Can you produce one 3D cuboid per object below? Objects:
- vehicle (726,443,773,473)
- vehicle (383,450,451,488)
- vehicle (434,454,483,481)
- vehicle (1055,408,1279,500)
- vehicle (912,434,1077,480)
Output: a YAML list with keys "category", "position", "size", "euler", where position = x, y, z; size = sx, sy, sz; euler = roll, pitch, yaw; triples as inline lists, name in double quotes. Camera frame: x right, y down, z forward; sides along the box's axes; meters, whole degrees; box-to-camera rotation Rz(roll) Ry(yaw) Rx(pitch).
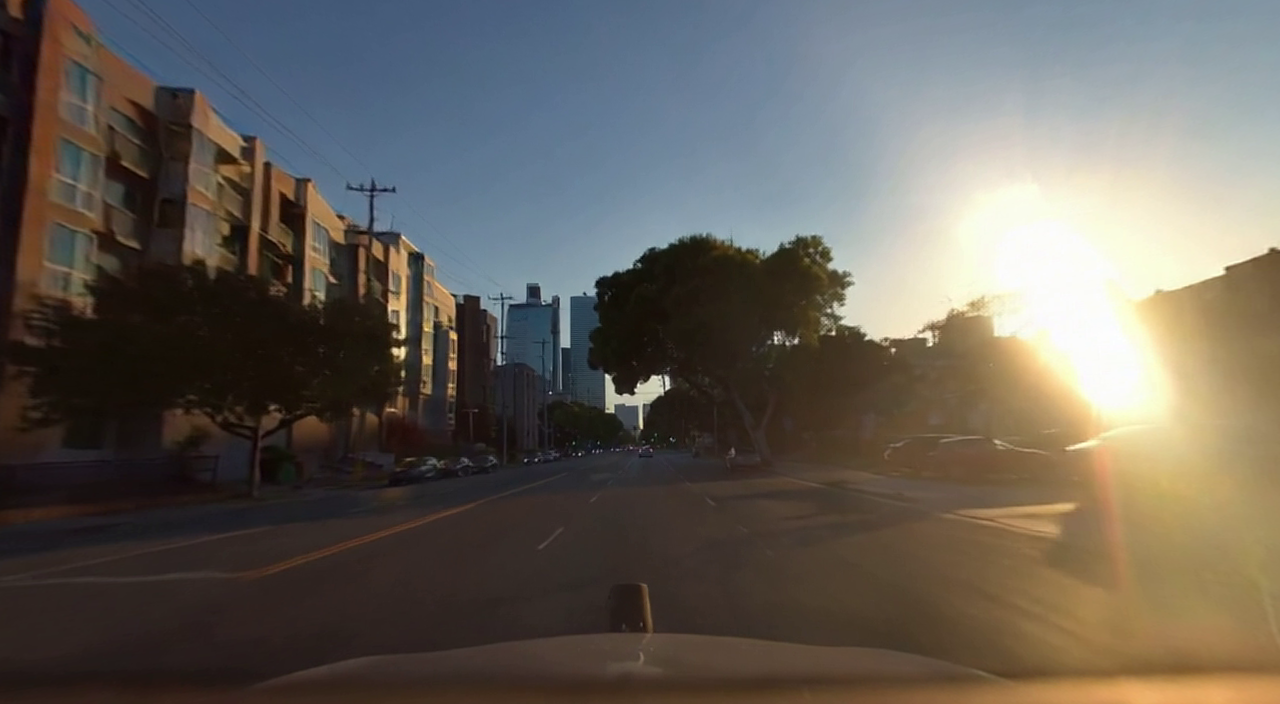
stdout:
- category: "vehicle"
  position: [6.826, 6.654, 39.630]
  size: [2.078, 1.766, 5.474]
  euler: [0, -9, 1]
- category: "vehicle"
  position: [-11.821, 6.204, 33.591]
  size: [1.979, 1.759, 4.435]
  euler: [-4, -9, 1]
- category: "vehicle"
  position: [-11.696, 7.431, 40.639]
  size: [1.876, 1.502, 4.506]
  euler: [-3, -9, -1]
- category: "vehicle"
  position: [13.031, 2.364, 14.670]
  size: [5.015, 1.934, 2.150]
  euler: [-1, -9, 3]
- category: "vehicle"
  position: [13.059, 3.899, 23.410]
  size: [4.833, 1.554, 2.085]
  euler: [-1, -9, 2]
